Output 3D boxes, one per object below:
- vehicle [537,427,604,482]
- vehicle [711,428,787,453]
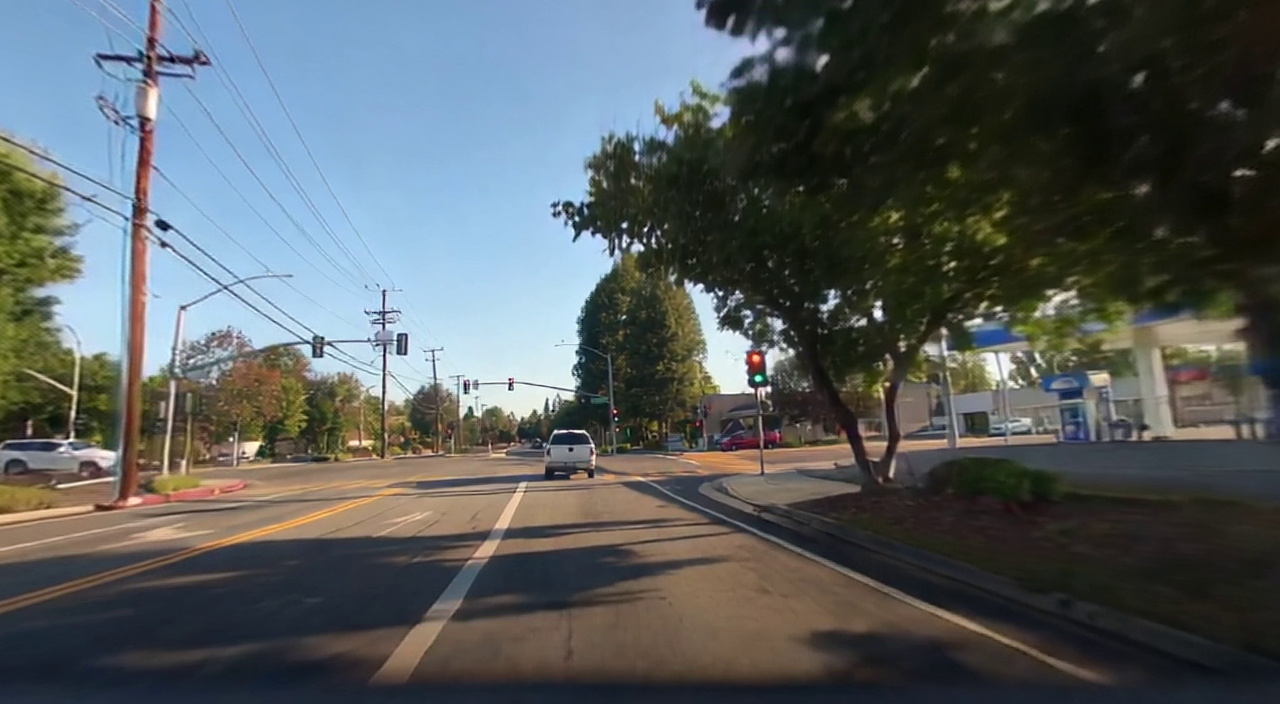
[{"bbox_3d":[-2.693,3.909,24.096,2.300,1.868,4.690,1,-9,-7],"label":"vehicle"},{"bbox_3d":[7.972,6.533,46.252,5.149,1.725,1.964,0,-8,-7],"label":"vehicle"}]
